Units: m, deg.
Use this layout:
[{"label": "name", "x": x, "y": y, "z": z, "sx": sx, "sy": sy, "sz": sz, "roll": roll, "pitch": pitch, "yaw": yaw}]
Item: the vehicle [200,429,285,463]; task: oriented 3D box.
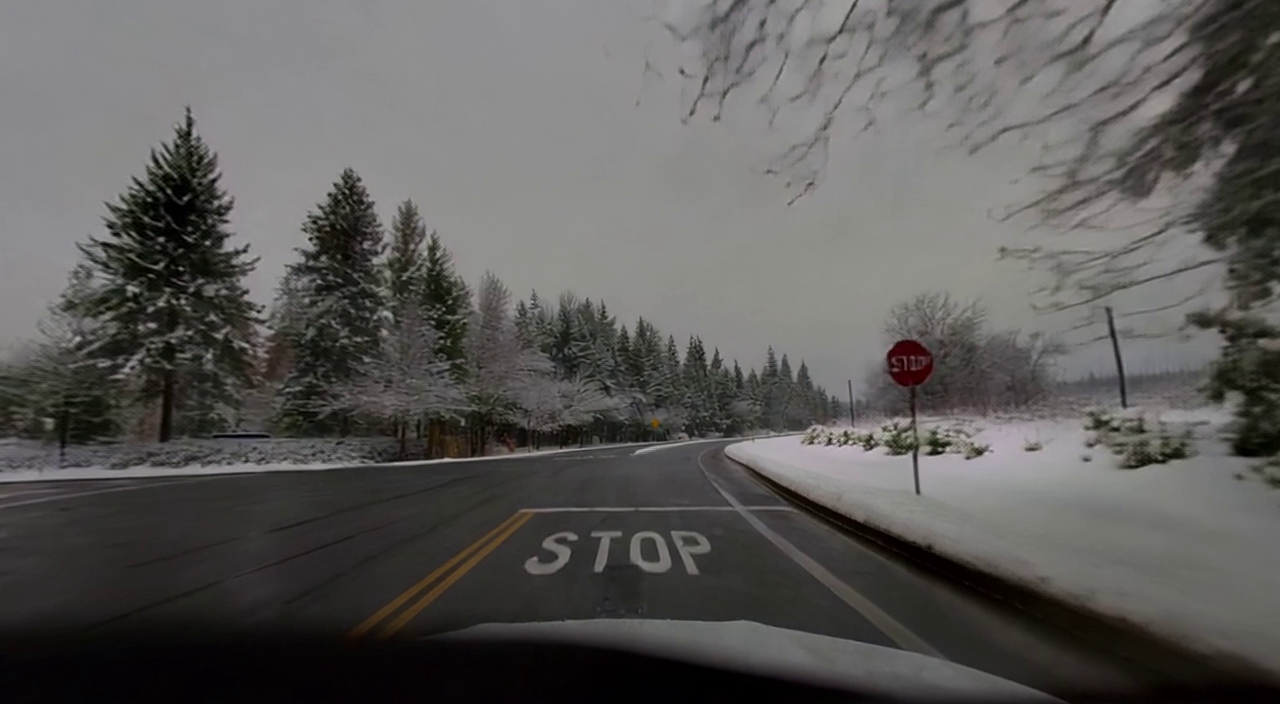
[{"label": "vehicle", "x": -27.576, "y": 6.542, "z": 43.903, "sx": 4.733, "sy": 1.892, "sz": 1.939, "roll": -4, "pitch": -4, "yaw": 3}]
